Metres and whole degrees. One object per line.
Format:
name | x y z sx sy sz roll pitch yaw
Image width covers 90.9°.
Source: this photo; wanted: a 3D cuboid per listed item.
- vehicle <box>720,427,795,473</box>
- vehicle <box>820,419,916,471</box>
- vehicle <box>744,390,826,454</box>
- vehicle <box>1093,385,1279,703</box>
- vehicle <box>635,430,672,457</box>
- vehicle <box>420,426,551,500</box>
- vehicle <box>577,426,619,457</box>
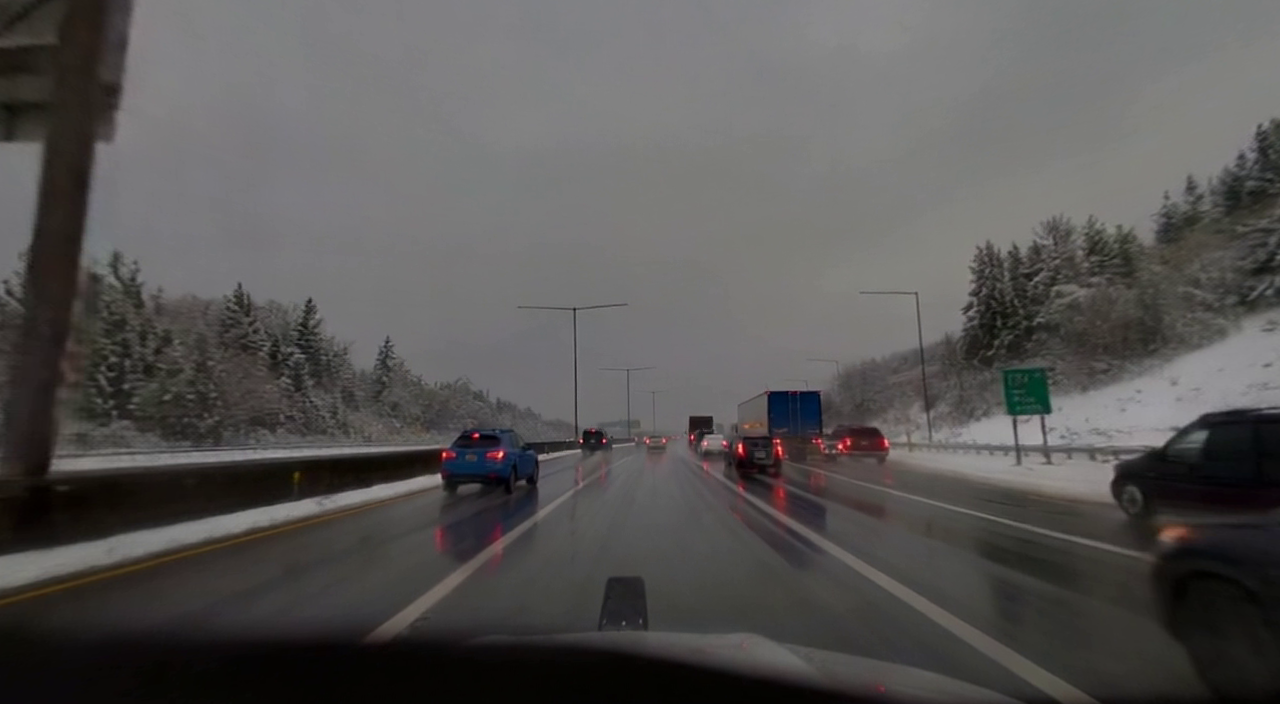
vehicle | 4.209 3.597 23.355 1.933 1.503 4.520 0 -8 0
vehicle | 8.533 3.539 24.097 2.072 1.761 4.461 -1 -8 1
vehicle | 9.587 5.075 43.739 3.007 3.725 13.835 -1 -8 3
vehicle | 3.421 0.709 1.291 1.933 1.492 4.125 -1 -8 1
vehicle | 0.790 5.309 36.497 2.040 1.461 3.984 -1 -8 1
vehicle | -3.457 2.577 15.079 1.914 1.476 4.416 -1 -8 2
vehicle | -2.450 5.345 37.649 2.006 1.741 4.277 -1 -8 3
